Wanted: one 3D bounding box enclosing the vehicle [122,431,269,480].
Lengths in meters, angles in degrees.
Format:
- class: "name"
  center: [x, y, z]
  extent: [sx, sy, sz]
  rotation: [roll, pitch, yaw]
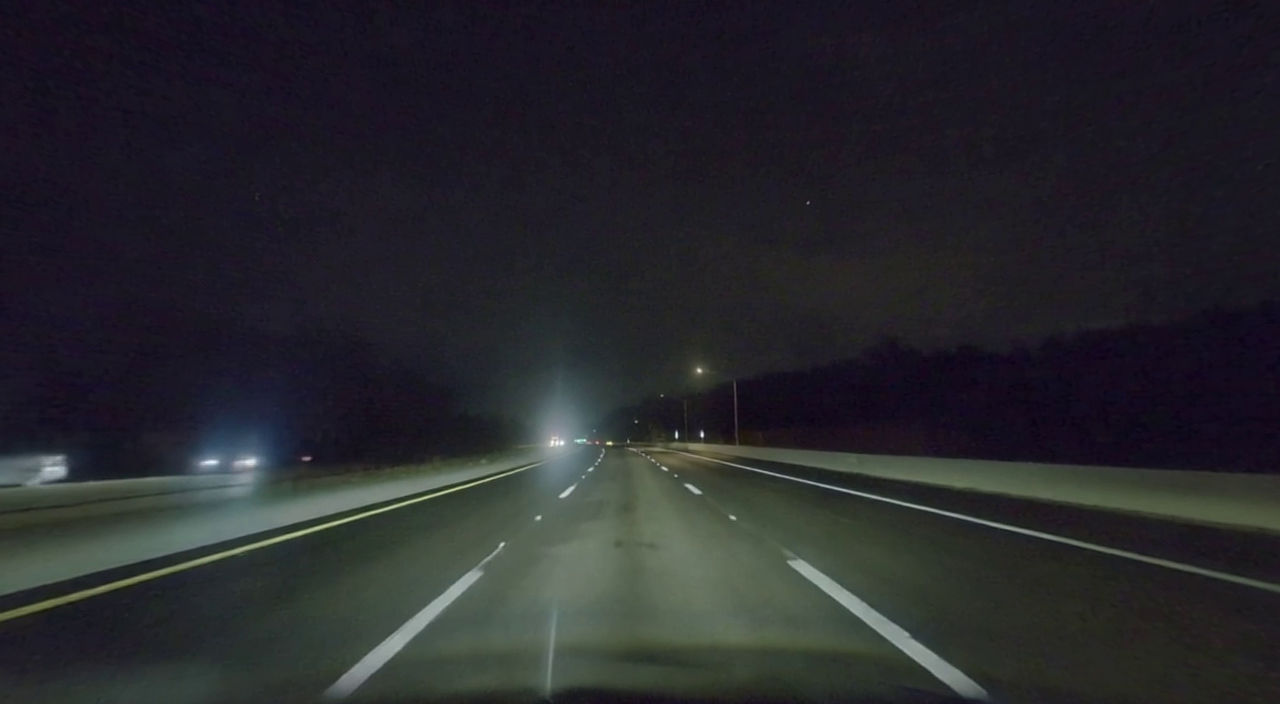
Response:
- class: "vehicle"
  center: [-15.907, 3.715, 22.924]
  extent: [1.923, 1.544, 4.791]
  rotation: [0, -8, -1]
